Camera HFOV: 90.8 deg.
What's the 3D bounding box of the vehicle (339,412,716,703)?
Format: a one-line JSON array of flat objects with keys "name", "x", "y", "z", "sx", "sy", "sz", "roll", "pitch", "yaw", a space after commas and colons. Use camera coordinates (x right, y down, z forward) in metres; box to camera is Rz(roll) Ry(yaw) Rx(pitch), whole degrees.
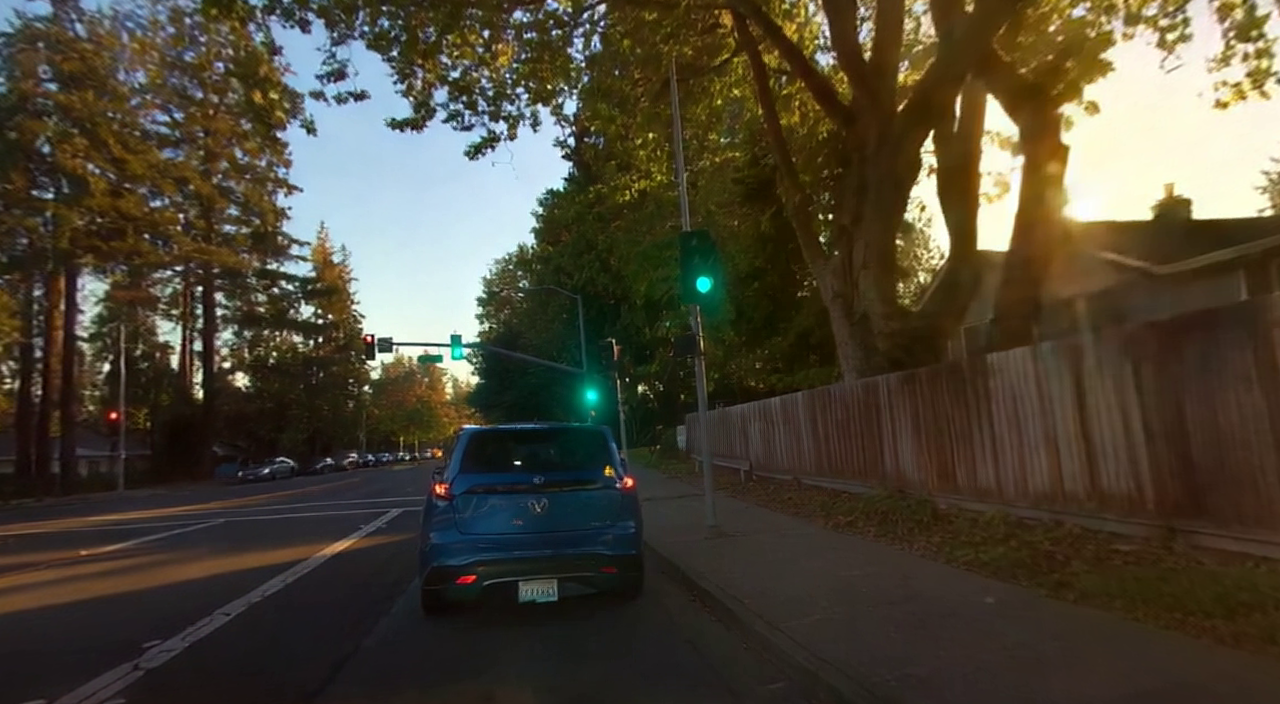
[{"name": "vehicle", "x": -0.906, "y": 1.369, "z": 5.357, "sx": 2.024, "sy": 1.502, "sz": 3.702, "roll": 1, "pitch": -9, "yaw": -11}]
